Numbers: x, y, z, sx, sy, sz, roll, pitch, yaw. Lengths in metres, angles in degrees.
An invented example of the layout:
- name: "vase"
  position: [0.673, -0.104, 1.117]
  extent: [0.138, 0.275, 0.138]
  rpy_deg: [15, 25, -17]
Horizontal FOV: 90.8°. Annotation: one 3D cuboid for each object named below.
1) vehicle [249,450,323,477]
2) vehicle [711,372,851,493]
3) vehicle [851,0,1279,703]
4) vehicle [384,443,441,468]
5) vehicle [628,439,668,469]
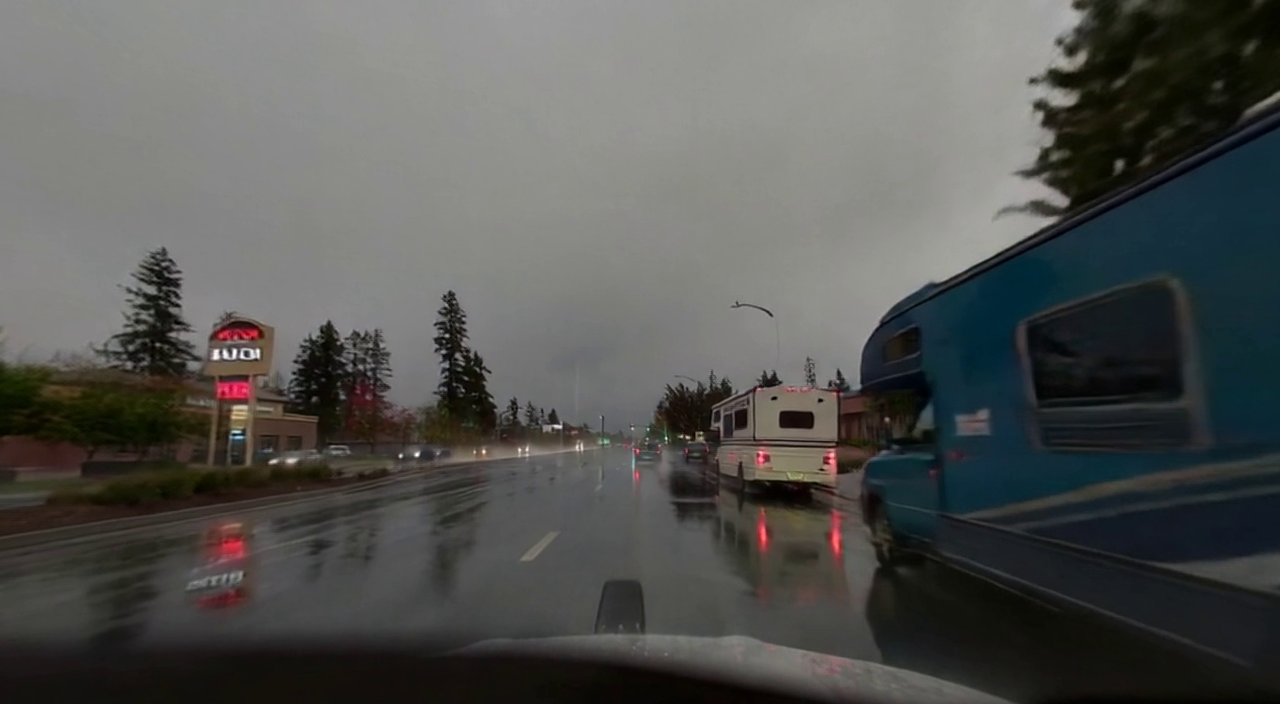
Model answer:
- name: "vehicle"
  position: [-20.506, 6.449, 36.821]
  extent: [1.796, 1.445, 4.236]
  rpy_deg: [0, -9, 1]
- name: "vehicle"
  position: [4.239, 2.785, 21.066]
  extent: [2.924, 3.250, 7.780]
  rpy_deg: [-1, -9, 1]
- name: "vehicle"
  position: [4.124, -0.055, 3.705]
  extent: [2.896, 3.921, 8.415]
  rpy_deg: [0, -9, 1]
- name: "vehicle"
  position: [-14.447, 6.577, 40.329]
  extent: [2.028, 1.535, 4.217]
  rpy_deg: [0, -9, 1]
- name: "vehicle"
  position: [0.420, 5.669, 35.245]
  extent: [2.103, 1.506, 4.742]
  rpy_deg: [0, -9, 0]
